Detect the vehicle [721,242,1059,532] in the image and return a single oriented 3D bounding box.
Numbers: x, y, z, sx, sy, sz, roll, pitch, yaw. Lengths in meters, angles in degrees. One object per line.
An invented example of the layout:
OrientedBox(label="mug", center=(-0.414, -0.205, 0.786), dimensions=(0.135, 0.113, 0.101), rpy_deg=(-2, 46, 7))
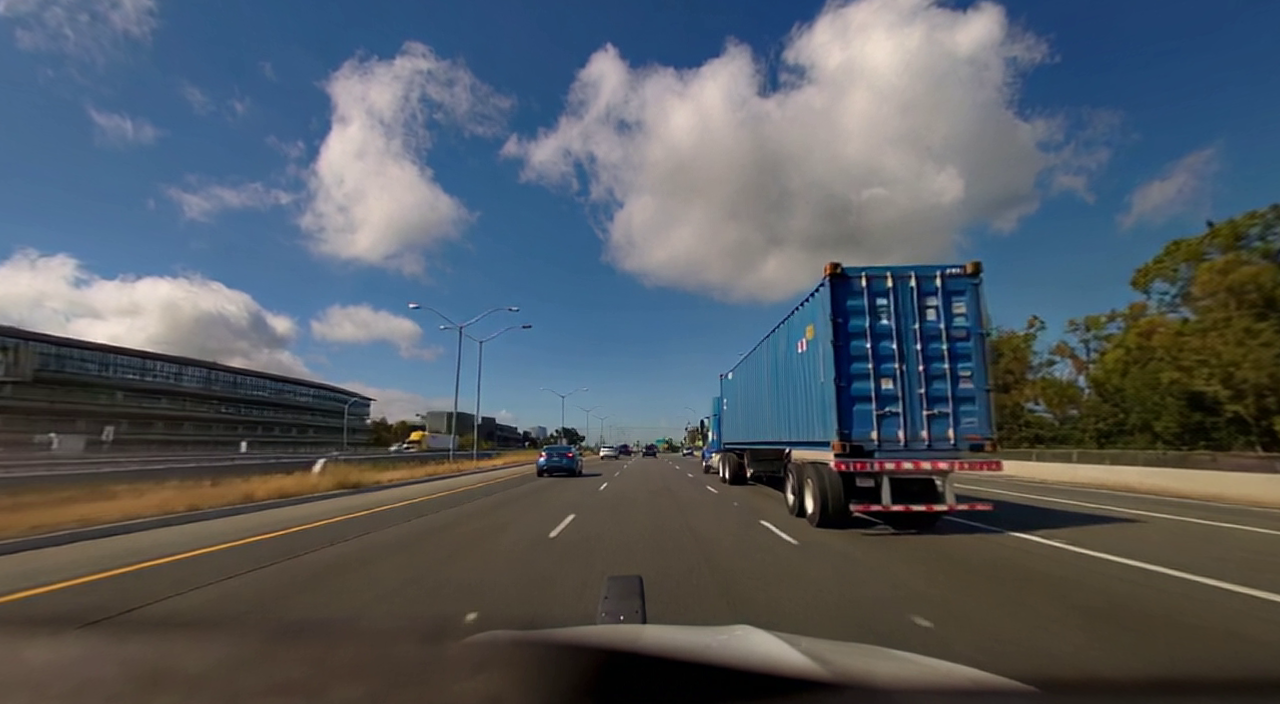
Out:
OrientedBox(label="vehicle", center=(4.209, 1.420, 15.371), dimensions=(2.893, 3.992, 13.605), rpy_deg=(0, -9, 1))

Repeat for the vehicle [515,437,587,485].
OrientedBox(label="vehicle", center=(-3.073, 3.848, 22.467), dimensions=(1.954, 1.528, 4.010), rpy_deg=(0, -9, 0))
